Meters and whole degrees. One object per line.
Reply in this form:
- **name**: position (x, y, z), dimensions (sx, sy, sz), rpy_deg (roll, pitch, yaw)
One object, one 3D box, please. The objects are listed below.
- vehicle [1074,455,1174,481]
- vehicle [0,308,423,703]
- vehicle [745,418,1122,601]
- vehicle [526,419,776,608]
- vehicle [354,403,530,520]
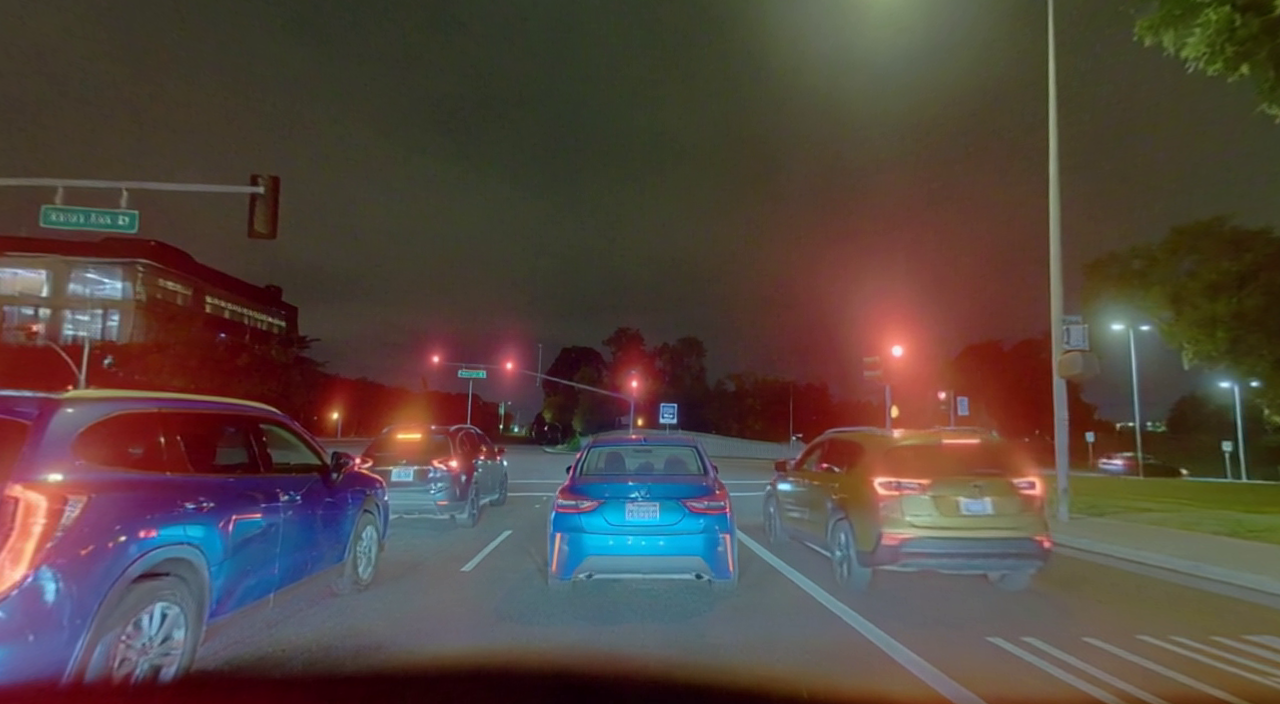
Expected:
- **vehicle**: position (29.749, 7.143, 38.903), dimensions (4.609, 1.513, 1.861), rpy_deg (0, -8, -2)
- **vehicle**: position (-3.154, 1.022, 4.278), dimensions (1.924, 1.737, 4.387), rpy_deg (0, -8, -2)
- **vehicle**: position (2.928, 1.687, 7.820), dimensions (2.100, 1.524, 4.746), rpy_deg (0, -8, -4)
- **vehicle**: position (-0.054, 1.613, 7.337), dimensions (2.001, 1.483, 4.442), rpy_deg (0, -8, -4)
- **vehicle**: position (-3.887, 2.289, 13.718), dimensions (2.305, 1.984, 5.586), rpy_deg (0, -8, -3)
